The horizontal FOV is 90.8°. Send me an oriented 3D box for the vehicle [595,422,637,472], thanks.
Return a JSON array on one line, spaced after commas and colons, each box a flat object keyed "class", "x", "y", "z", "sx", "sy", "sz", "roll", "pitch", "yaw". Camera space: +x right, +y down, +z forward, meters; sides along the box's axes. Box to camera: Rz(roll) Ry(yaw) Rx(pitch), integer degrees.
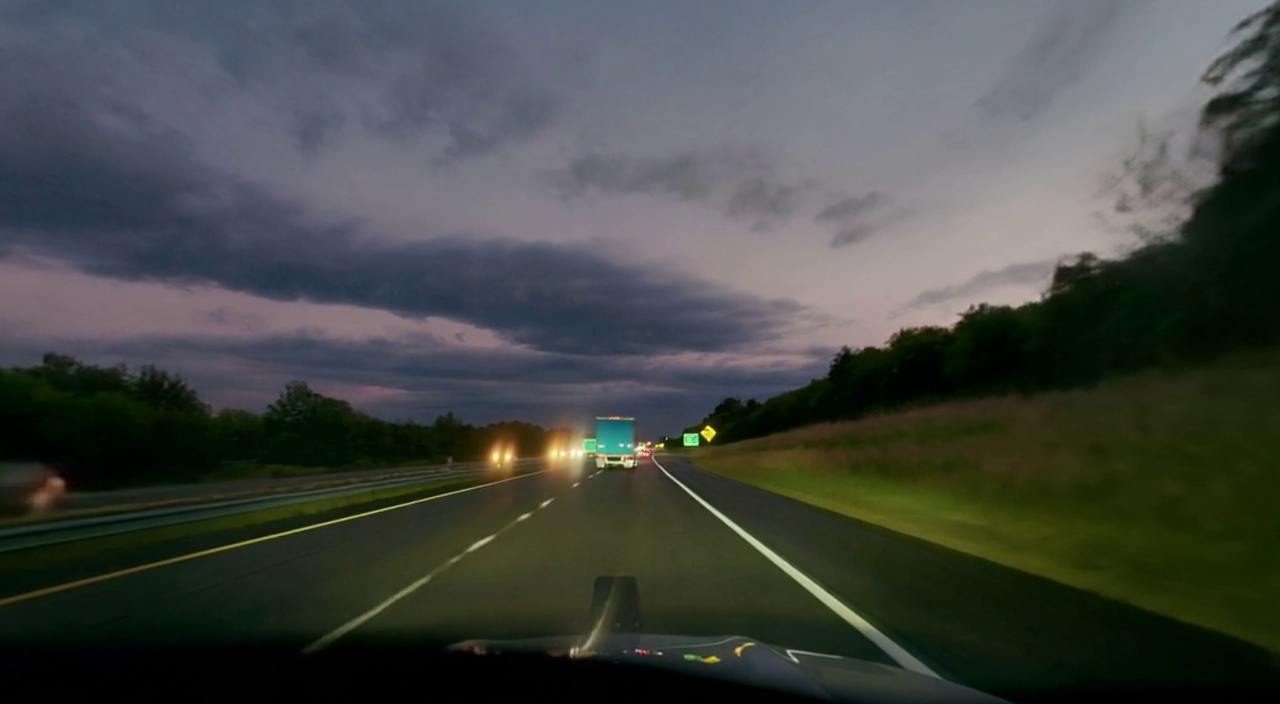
[{"class": "vehicle", "x": -1.603, "y": 6.720, "z": 44.517, "sx": 2.704, "sy": 3.270, "sz": 6.745, "roll": 0, "pitch": -9, "yaw": -1}]
